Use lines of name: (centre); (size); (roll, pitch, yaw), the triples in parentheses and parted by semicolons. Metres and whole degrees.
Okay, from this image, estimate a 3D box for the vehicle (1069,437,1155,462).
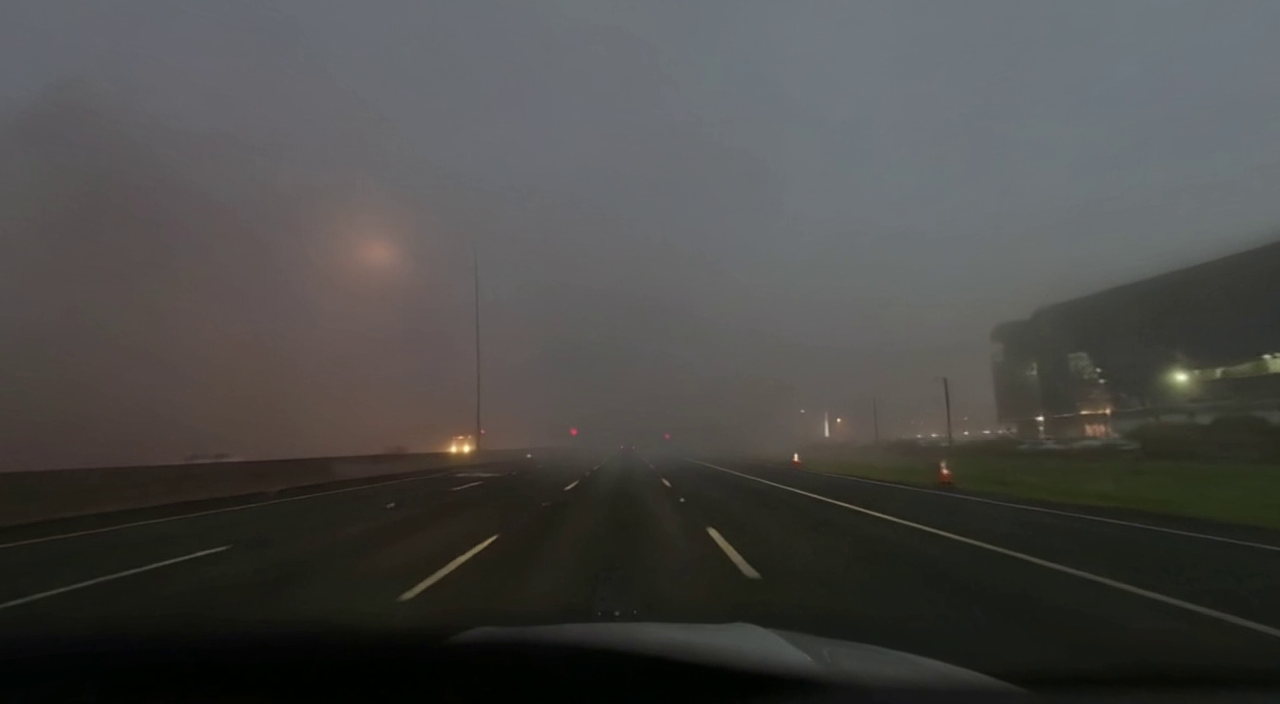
vehicle: (30.345, 6.269, 40.682); (4.050, 1.484, 1.837); (-1, -9, 0)
